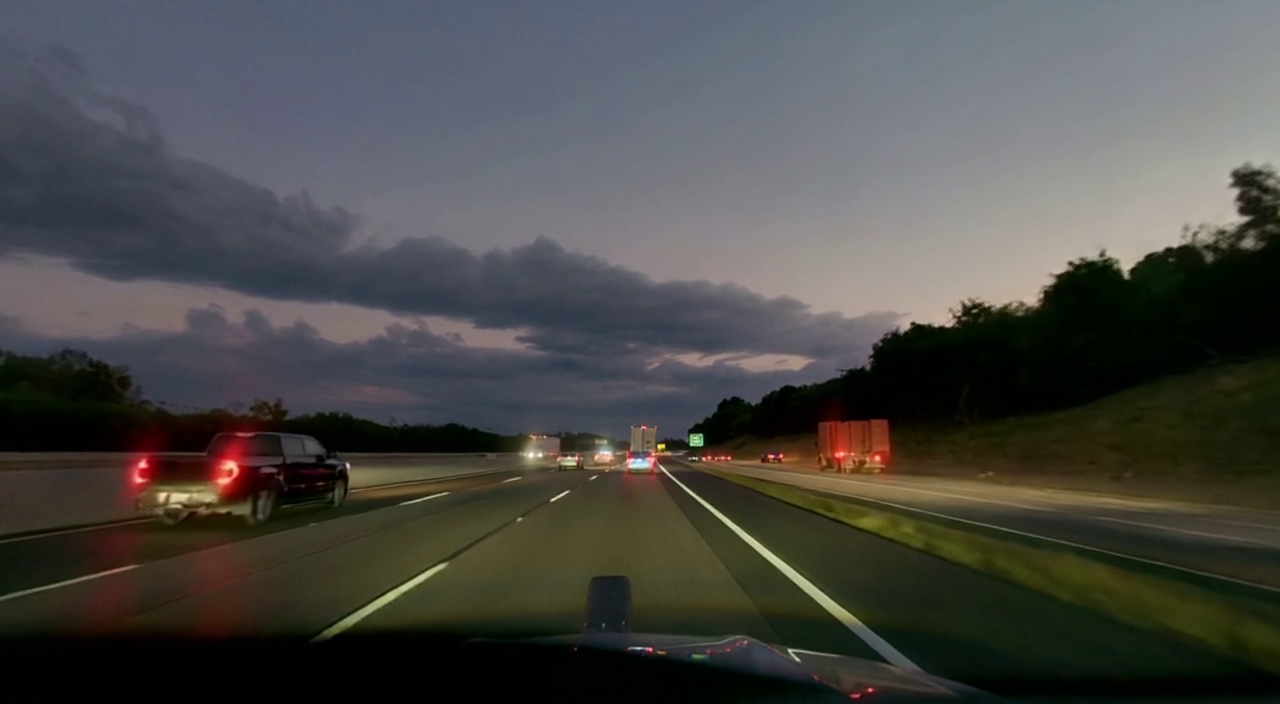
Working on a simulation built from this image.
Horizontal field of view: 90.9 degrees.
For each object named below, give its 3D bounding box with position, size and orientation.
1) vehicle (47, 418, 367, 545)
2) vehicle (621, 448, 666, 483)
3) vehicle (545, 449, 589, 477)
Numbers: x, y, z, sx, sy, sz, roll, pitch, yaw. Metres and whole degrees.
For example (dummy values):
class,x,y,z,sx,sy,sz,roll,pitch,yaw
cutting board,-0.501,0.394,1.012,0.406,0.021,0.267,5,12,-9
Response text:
class,x,y,z,sx,sy,sz,roll,pitch,yaw
vehicle,-7.599,2.337,12.084,2.316,1.875,5.337,0,-9,0
vehicle,0.121,5.252,29.371,1.991,1.507,3.391,0,-9,-1
vehicle,-4.182,6.403,36.636,2.018,1.504,4.431,0,-9,0
